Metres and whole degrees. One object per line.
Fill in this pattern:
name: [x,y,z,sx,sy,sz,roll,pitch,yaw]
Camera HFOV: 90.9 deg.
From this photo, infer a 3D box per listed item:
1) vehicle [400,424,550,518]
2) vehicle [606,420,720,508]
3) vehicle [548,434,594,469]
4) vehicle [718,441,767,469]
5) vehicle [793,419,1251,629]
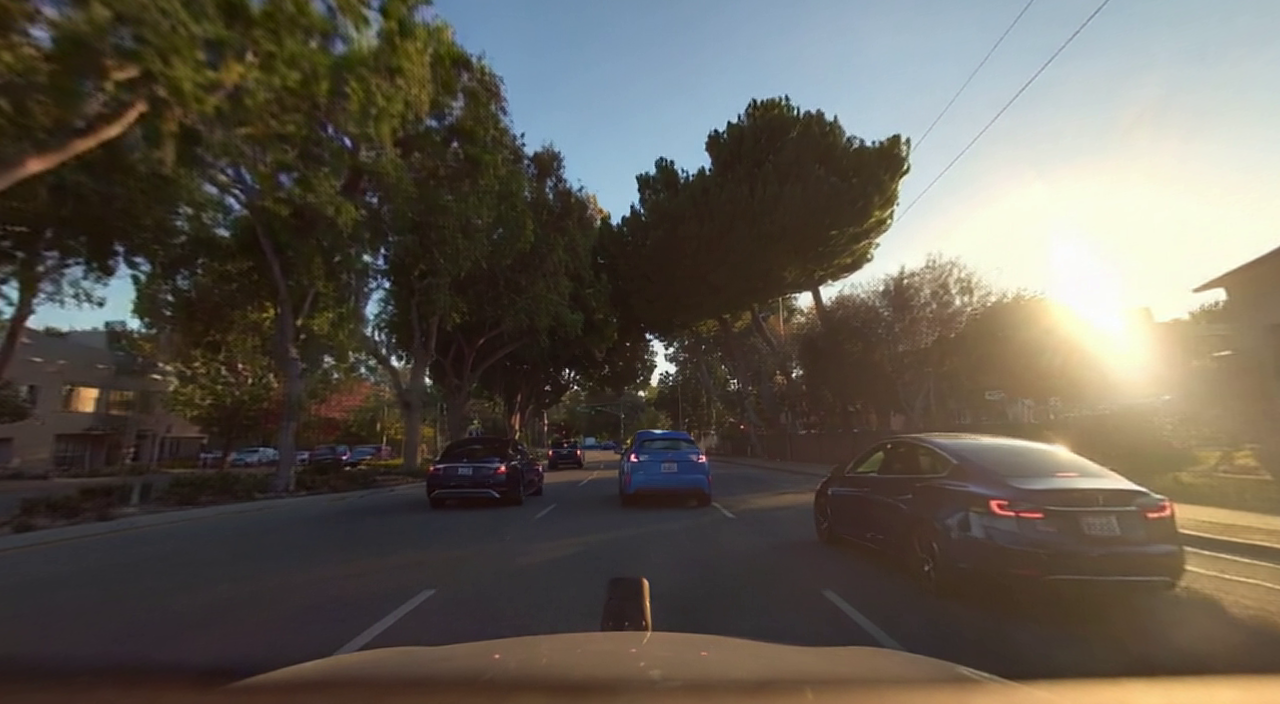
vehicle: [-3.302,2.491,13.735,2.043,1.687,4.676,0,-8,-1]
vehicle: [0.397,2.581,14.893,2.280,1.747,4.361,0,-8,-2]
vehicle: [-3.589,5.277,33.538,2.014,1.755,4.360,0,-8,0]
vehicle: [5.746,5.845,35.844,2.010,1.486,4.498,0,-8,0]
vehicle: [3.335,1.581,6.910,2.017,1.491,4.611,0,-8,-2]
